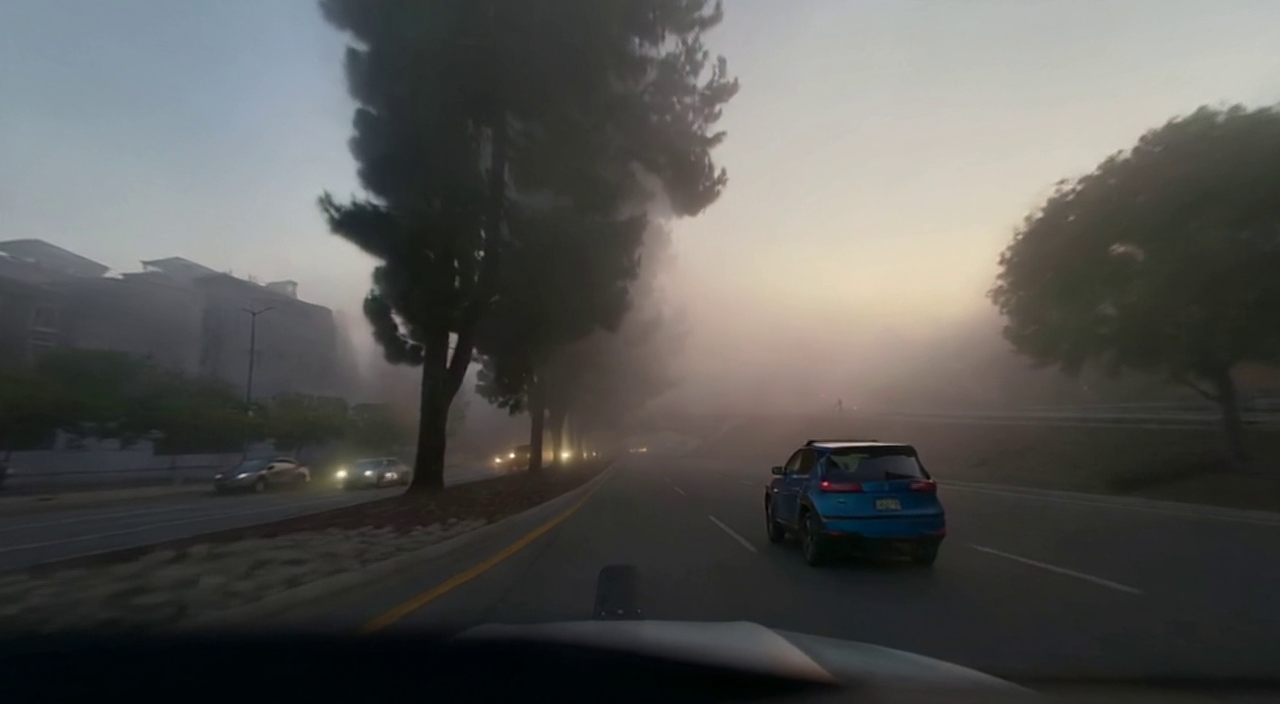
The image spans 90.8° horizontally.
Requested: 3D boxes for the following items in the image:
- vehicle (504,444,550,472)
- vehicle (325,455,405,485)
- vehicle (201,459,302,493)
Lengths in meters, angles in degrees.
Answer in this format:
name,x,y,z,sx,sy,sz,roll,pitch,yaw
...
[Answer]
name,x,y,z,sx,sy,sz,roll,pitch,yaw
vehicle,-8.480,7.954,47.809,2.312,1.970,5.878,0,-9,1
vehicle,-15.157,6.510,35.214,2.167,1.506,4.924,0,-9,1
vehicle,-19.057,6.074,31.289,2.001,1.468,4.746,0,-9,0
